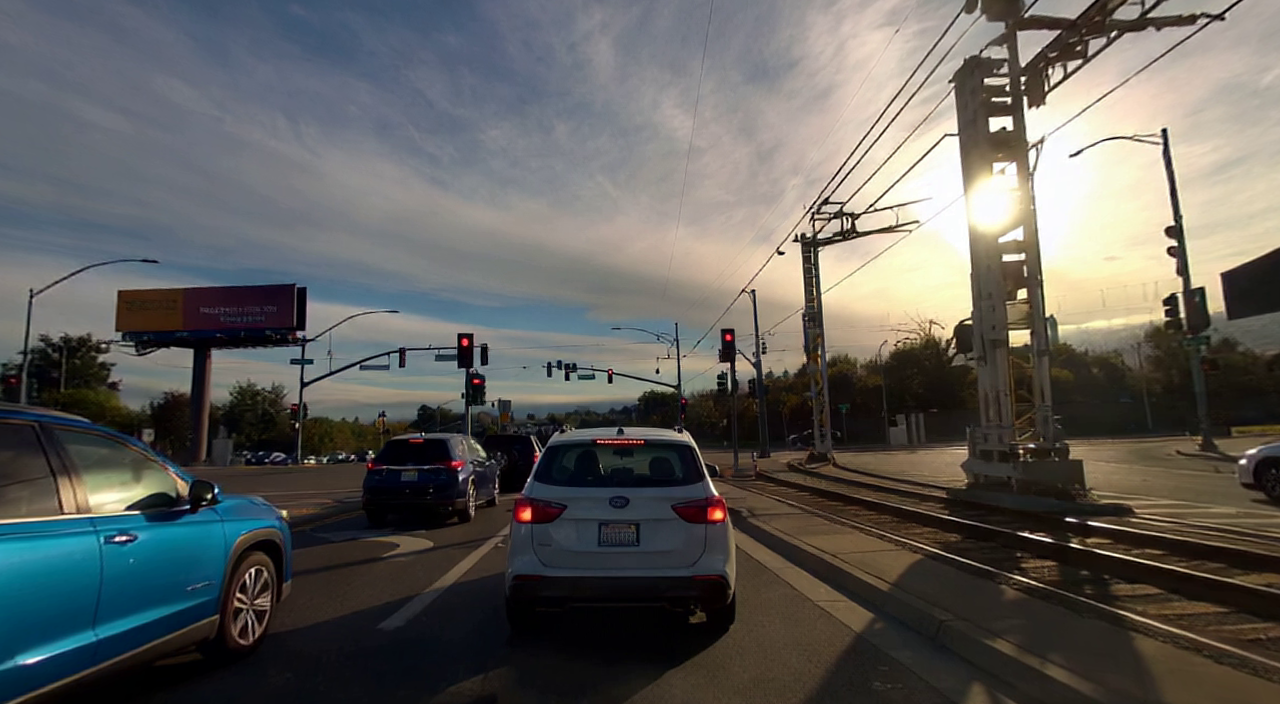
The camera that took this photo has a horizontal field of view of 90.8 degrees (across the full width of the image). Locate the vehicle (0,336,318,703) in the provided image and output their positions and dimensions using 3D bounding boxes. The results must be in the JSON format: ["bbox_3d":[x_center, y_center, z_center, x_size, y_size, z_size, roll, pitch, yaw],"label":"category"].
[{"bbox_3d":[-3.936,0.874,3.059,2.052,1.814,5.184,0,-9,-1],"label":"vehicle"}]

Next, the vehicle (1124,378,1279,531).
[{"bbox_3d":[9.608,1.310,8.200,5.060,1.702,2.033,1,-9,-4],"label":"vehicle"}]

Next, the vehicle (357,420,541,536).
[{"bbox_3d":[-3.158,2.183,11.514,1.988,1.678,4.317,0,-9,0],"label":"vehicle"}]

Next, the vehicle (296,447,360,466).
[{"bbox_3d":[-24.208,8.095,49.074,4.357,1.444,1.842,-3,-9,19],"label":"vehicle"}]

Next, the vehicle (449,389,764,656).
[{"bbox_3d":[-0.215,1.379,5.997,2.025,1.723,3.644,0,-9,0],"label":"vehicle"}]
